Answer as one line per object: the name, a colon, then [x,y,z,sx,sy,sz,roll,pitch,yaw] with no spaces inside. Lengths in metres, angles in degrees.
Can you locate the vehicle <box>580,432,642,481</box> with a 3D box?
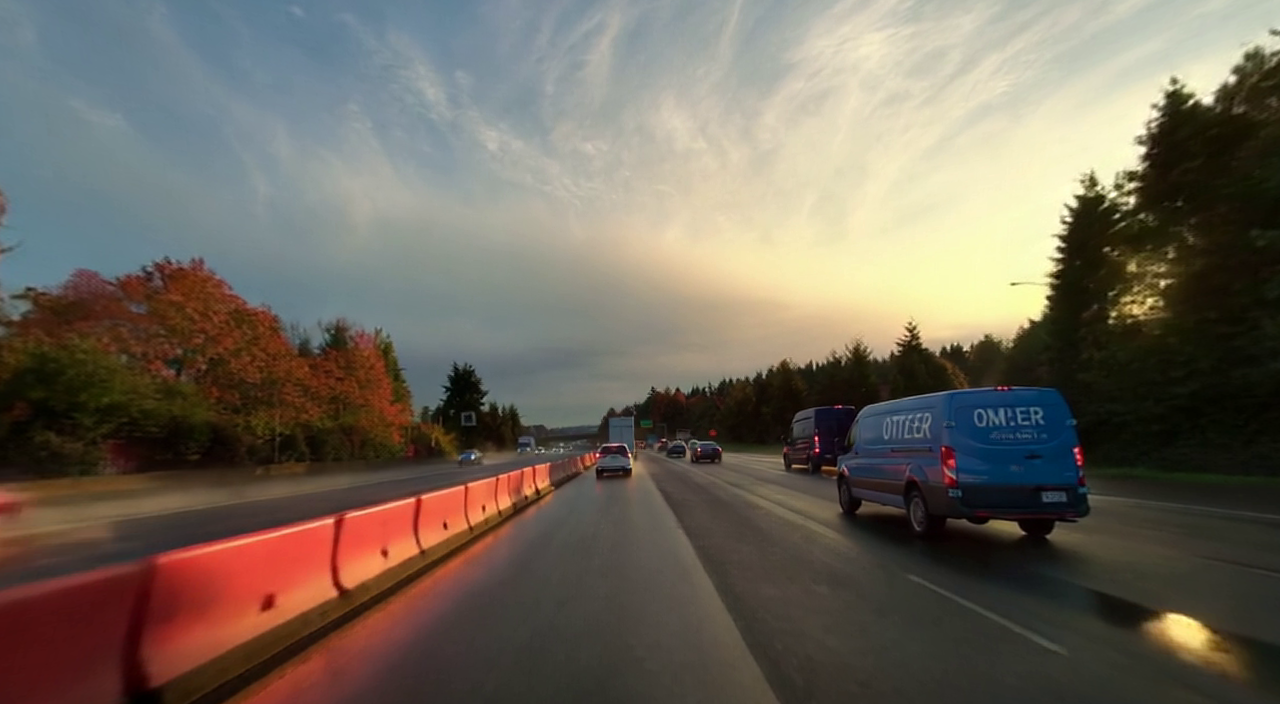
vehicle: [-1.046,3.839,23.378,2.100,1.636,3.620,0,-8,-2]

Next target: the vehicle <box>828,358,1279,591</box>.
vehicle: [4.427,1.412,8.102,2.223,2.008,5.121,0,-8,-2]
